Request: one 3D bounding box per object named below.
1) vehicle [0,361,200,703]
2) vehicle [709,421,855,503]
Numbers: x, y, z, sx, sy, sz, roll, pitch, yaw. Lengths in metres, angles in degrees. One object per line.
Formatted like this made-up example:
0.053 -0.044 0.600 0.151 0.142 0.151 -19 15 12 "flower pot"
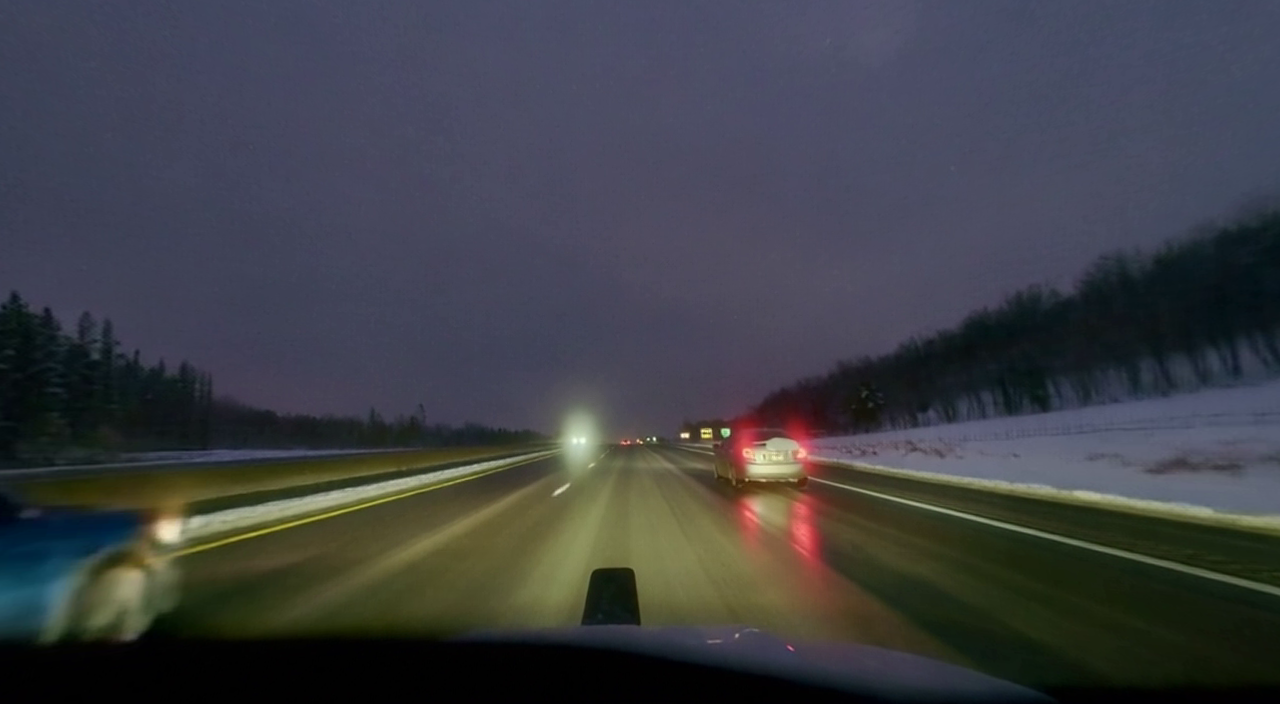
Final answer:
-3.735 0.701 1.512 2.206 1.604 4.374 0 -8 -1 "vehicle"
3.129 2.540 14.968 2.349 1.651 4.161 0 -8 -2 "vehicle"
